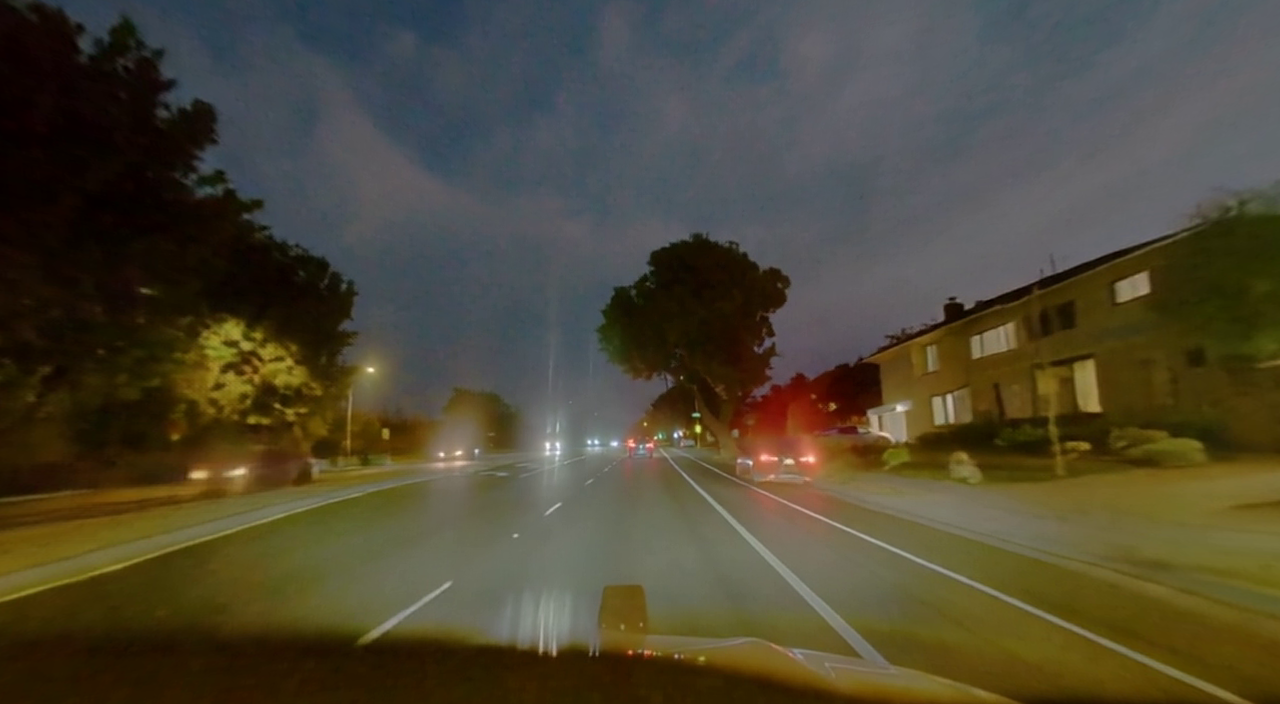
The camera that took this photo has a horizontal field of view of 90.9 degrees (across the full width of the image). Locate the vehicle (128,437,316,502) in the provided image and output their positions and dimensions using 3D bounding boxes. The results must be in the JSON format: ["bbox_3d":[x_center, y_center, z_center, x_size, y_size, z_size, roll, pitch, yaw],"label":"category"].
[{"bbox_3d":[-11.156,3.141,17.339,1.992,1.518,4.592,-1,-8,1],"label":"vehicle"}]

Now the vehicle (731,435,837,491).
[{"bbox_3d":[4.252,3.355,19.501,2.080,1.469,4.898,0,-8,-1],"label":"vehicle"}]

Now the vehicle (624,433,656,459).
[{"bbox_3d":[0.044,6.259,42.095,2.024,1.655,4.301,0,-8,0],"label":"vehicle"}]

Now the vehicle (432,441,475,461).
[{"bbox_3d":[-14.069,7.476,47.792,1.937,1.386,4.354,-1,-8,1],"label":"vehicle"}]

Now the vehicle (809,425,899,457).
[{"bbox_3d":[11.515,4.820,34.157,4.230,1.551,1.801,-2,-8,4],"label":"vehicle"}]
